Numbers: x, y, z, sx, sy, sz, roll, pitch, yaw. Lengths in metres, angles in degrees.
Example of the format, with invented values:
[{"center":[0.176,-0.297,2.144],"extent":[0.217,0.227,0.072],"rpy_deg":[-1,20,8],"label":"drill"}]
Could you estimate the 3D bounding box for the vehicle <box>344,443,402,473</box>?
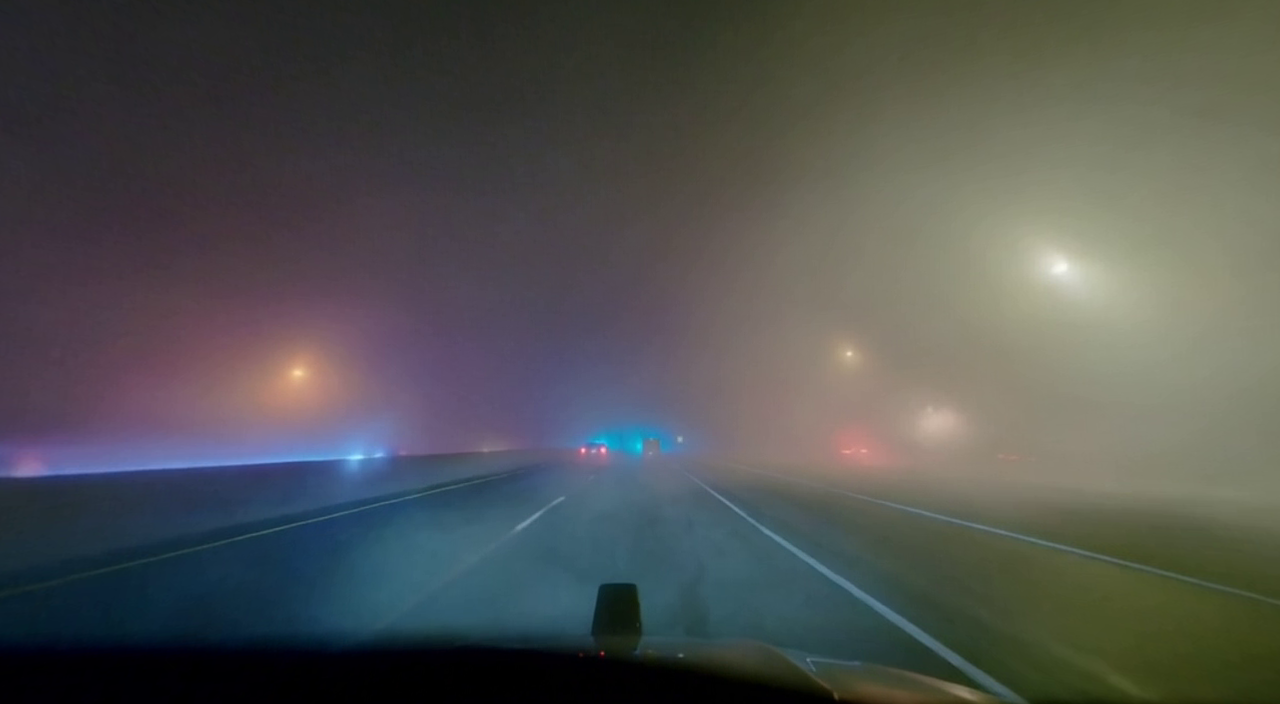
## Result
[{"center":[-16.406,6.522,38.858],"extent":[1.815,1.684,4.105],"rpy_deg":[0,-9,-1],"label":"vehicle"}]
